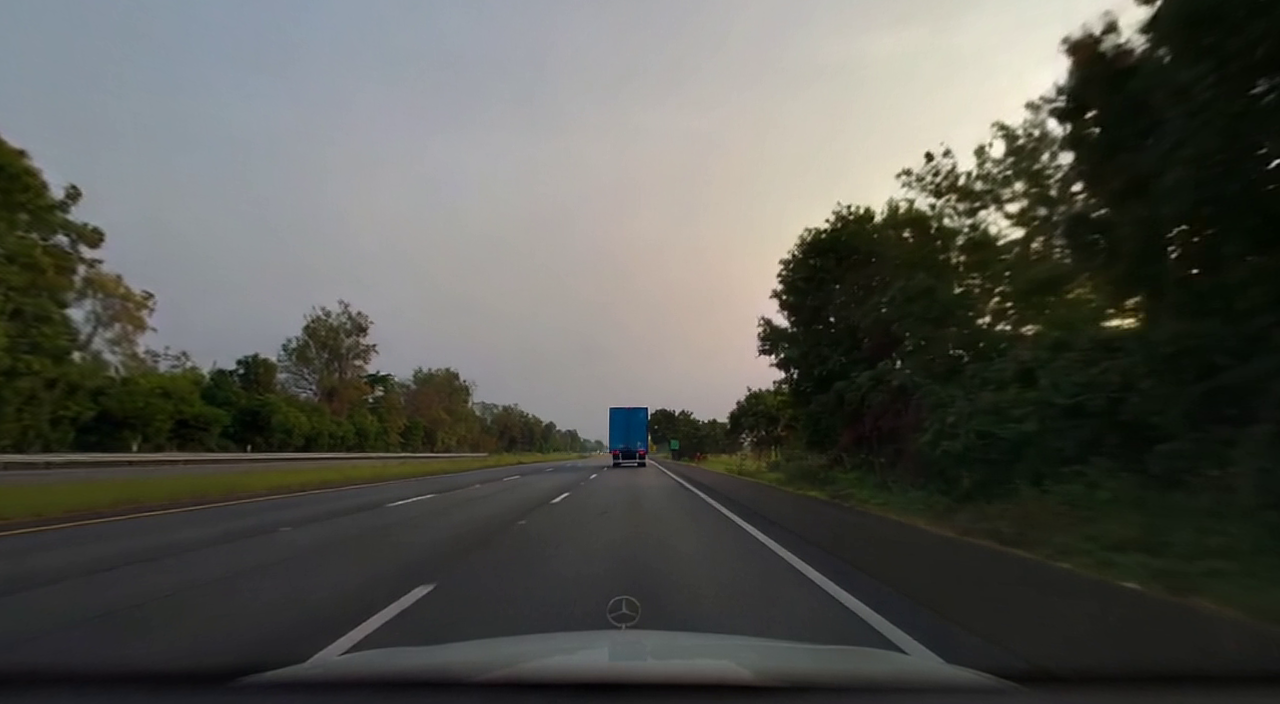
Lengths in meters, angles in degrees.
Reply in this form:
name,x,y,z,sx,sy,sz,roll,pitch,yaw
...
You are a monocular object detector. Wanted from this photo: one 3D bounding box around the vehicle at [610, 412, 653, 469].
name,x,y,z,sx,sy,sz,roll,pitch,yaw
vehicle,-0.642,6.962,49.122,2.982,3.947,11.075,0,-9,-1
